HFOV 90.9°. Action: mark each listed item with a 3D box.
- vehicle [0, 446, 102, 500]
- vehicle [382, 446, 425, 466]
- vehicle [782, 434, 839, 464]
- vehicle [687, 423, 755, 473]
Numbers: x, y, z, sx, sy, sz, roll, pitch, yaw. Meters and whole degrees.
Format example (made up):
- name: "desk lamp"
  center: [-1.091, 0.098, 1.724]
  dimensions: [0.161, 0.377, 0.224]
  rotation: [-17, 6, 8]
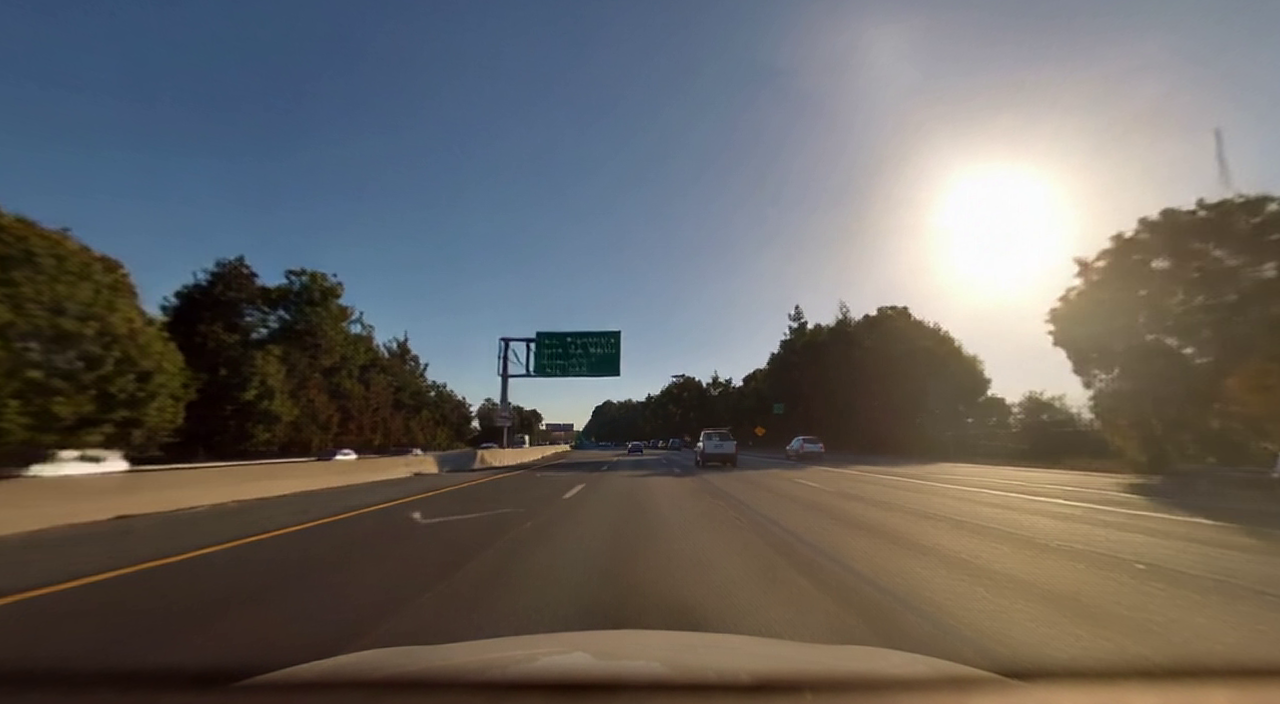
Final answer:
- name: "vehicle"
  center: [-21.097, 4.050, 21.348]
  dimensions: [1.859, 1.654, 4.370]
  rotation: [0, -8, 0]
- name: "vehicle"
  center: [-18.061, 7.968, 48.369]
  dimensions: [1.780, 1.457, 3.809]
  rotation: [0, -8, 0]
- name: "vehicle"
  center: [10.297, 5.888, 38.464]
  dimensions: [2.045, 1.658, 4.598]
  rotation: [0, -8, -2]
- name: "vehicle"
  center: [3.459, 4.233, 28.032]
  dimensions: [2.218, 1.964, 5.662]
  rotation: [0, -8, 0]
